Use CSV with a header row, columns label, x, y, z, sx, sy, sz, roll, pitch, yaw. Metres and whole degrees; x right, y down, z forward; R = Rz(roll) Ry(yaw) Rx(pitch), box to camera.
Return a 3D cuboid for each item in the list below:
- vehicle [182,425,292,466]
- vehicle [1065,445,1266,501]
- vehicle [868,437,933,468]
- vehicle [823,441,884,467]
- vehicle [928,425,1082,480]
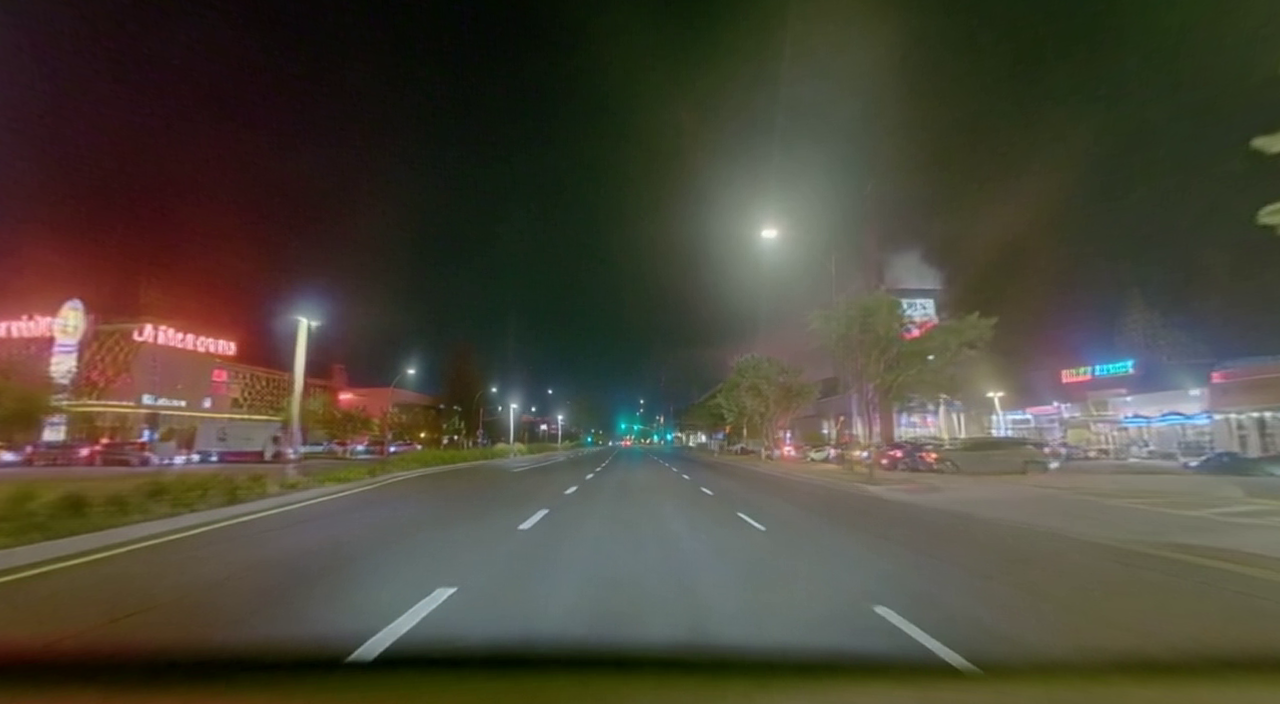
label,x,y,z,sx,sy,sz,roll,pitch,yaw
vehicle,-31.404,7.286,49.393,6.892,2.879,2.222,-1,-8,-3
vehicle,15.790,3.615,19.459,1.936,1.464,4.867,0,-8,-1
vehicle,15.616,6.064,38.169,1.893,1.727,4.285,0,-8,-3
vehicle,12.884,6.179,38.490,1.865,1.434,4.373,1,-8,-5
vehicle,14.813,4.146,26.218,2.189,1.951,5.828,-1,-9,-10
